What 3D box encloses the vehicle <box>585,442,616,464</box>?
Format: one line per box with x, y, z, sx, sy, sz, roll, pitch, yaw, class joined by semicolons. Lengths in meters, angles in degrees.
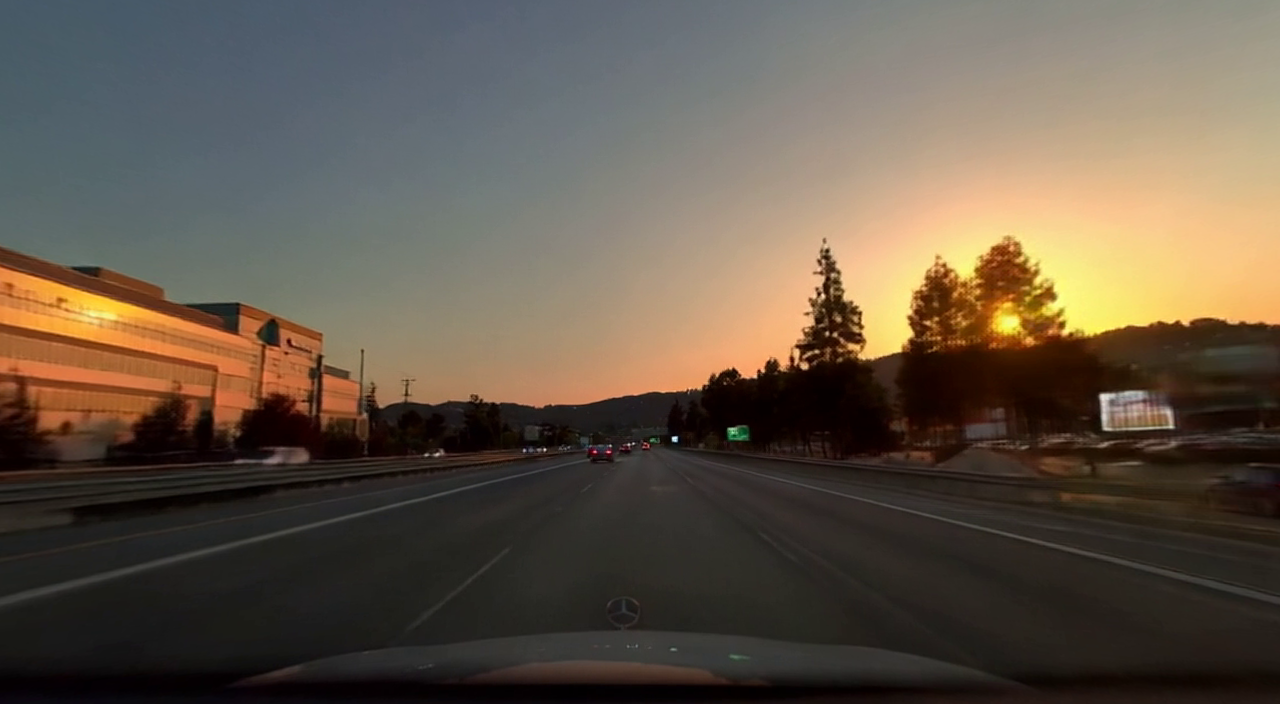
-2.917;7.592;47.476;2.015;1.557;4.229;0;-9;1;vehicle
